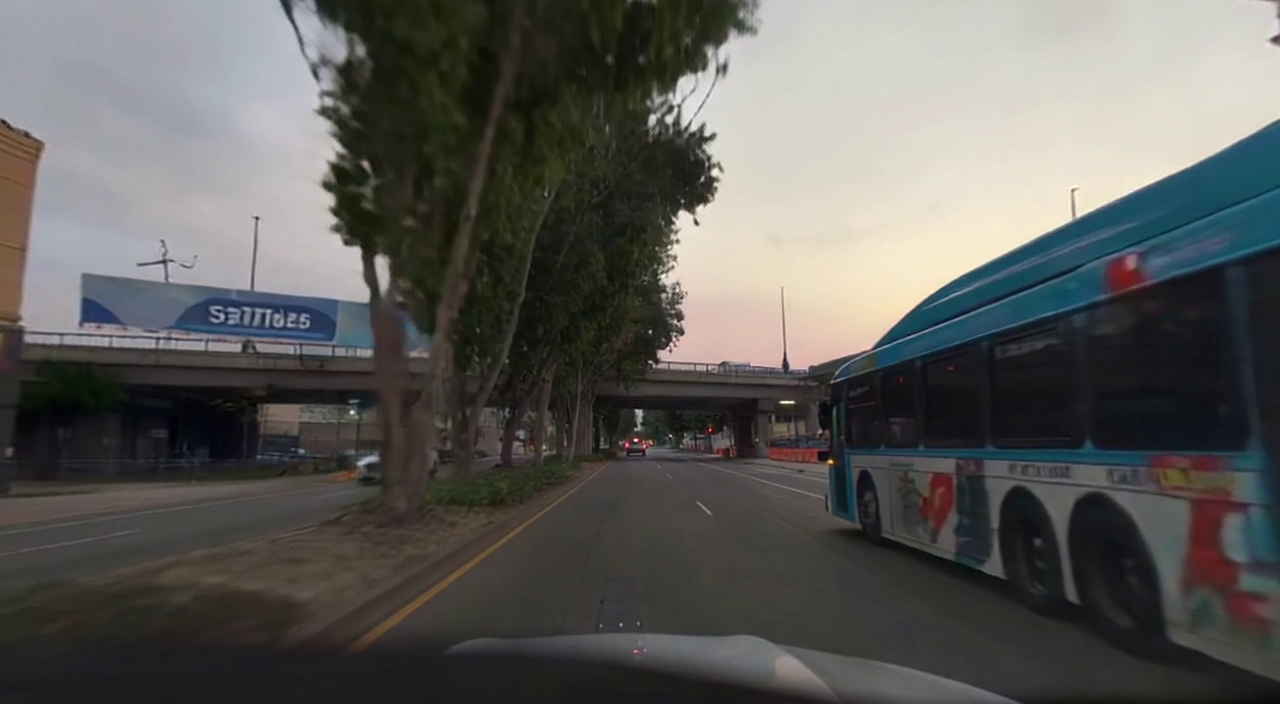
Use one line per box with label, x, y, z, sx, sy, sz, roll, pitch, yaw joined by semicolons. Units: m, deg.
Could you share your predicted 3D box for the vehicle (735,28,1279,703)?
vehicle;4.115;0.946;8.156;3.043;3.162;13.806;0;-8;-3
